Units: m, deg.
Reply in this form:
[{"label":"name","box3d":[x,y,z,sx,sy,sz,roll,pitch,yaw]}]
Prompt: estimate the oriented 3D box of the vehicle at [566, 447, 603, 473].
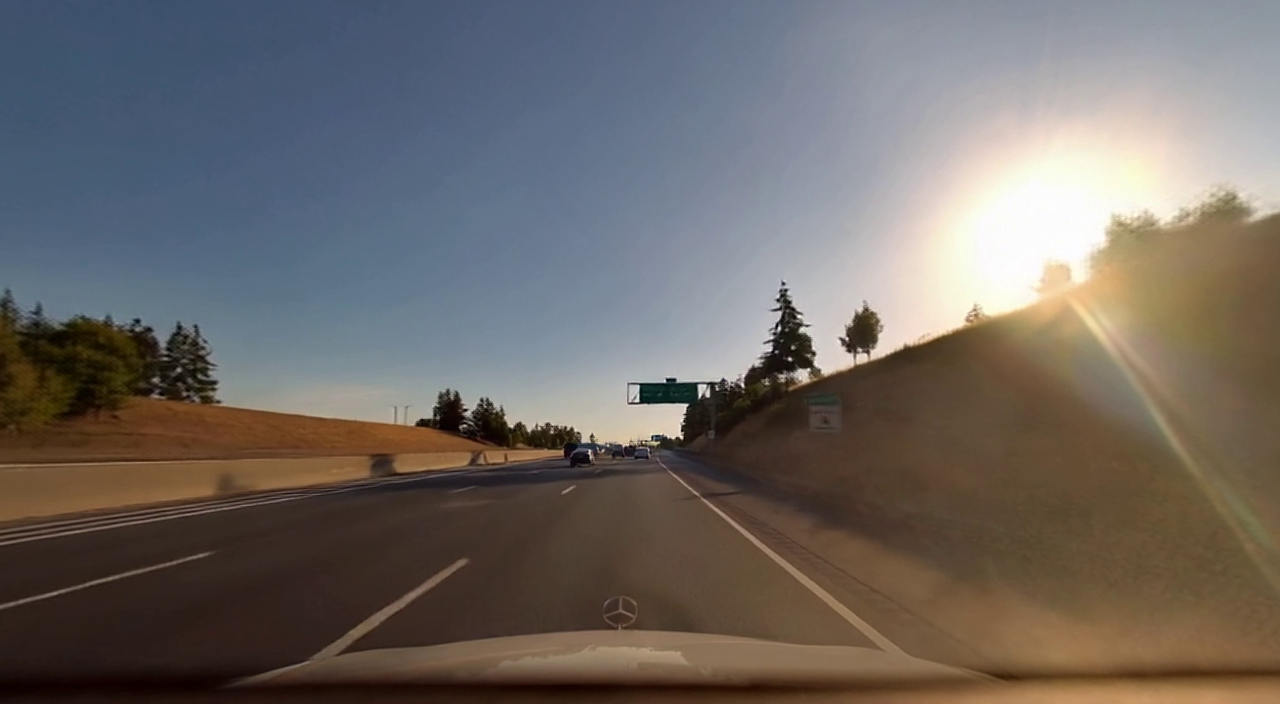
[{"label":"vehicle","box3d":[-3.300,6.509,37.917,1.895,1.482,3.852,0,-9,1]}]
